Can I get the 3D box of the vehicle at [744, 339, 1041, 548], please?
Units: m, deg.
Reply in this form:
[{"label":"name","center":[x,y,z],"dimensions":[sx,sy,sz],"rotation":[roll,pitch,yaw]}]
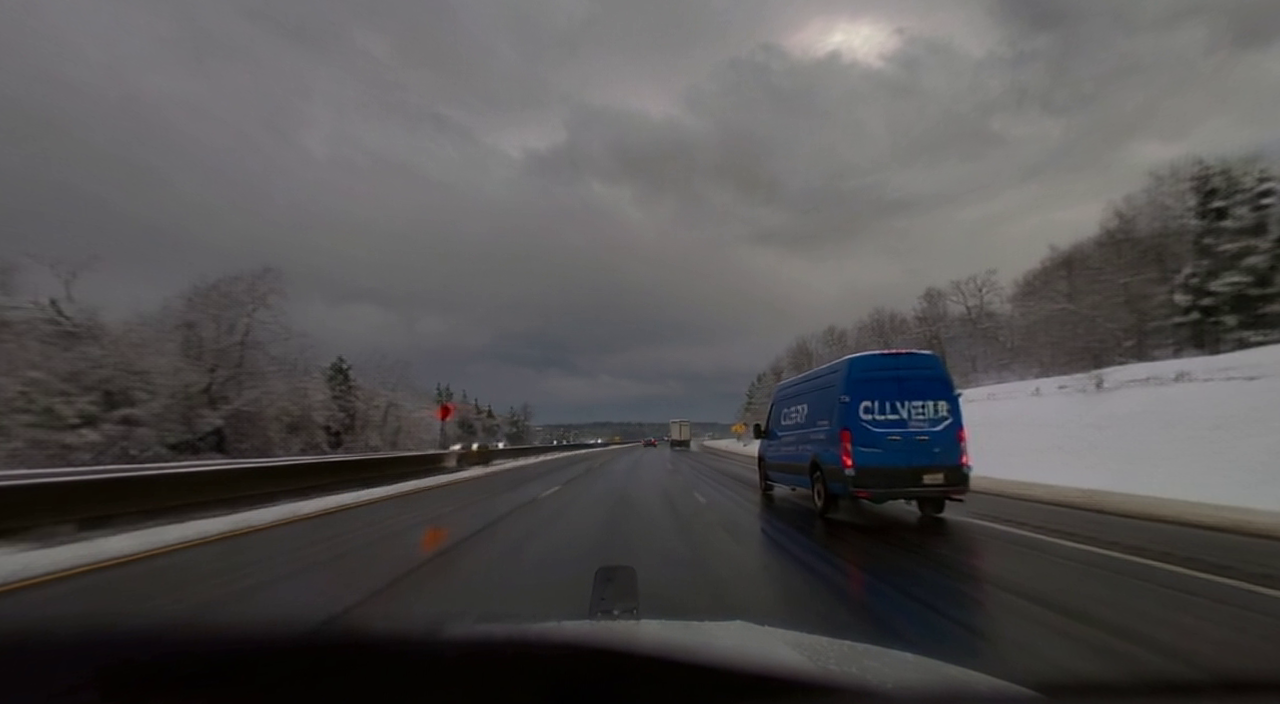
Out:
[{"label":"vehicle","center":[3.571,1.499,10.589],"dimensions":[2.485,2.562,5.535],"rotation":[0,-8,-2]}]
